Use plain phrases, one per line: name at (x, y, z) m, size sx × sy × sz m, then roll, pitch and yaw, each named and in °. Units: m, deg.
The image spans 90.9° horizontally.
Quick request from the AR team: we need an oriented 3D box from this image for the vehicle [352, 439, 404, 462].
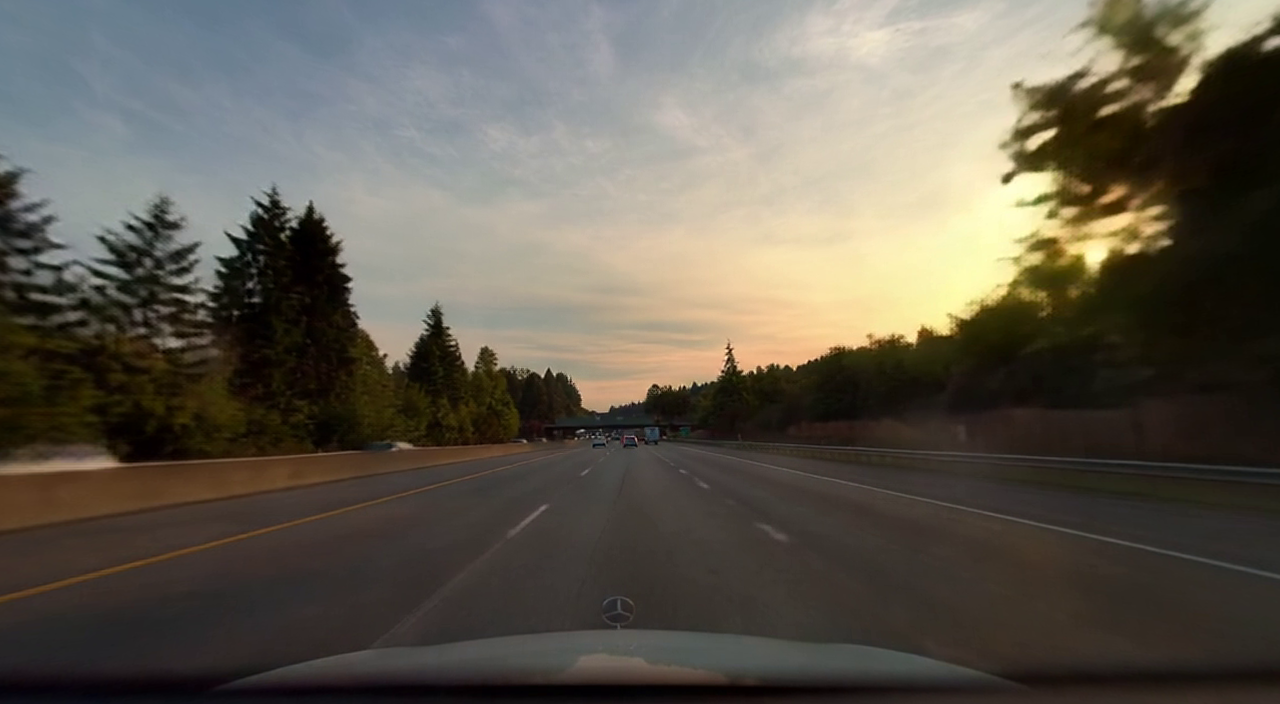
vehicle at (-17.085, 6.443, 41.271) m, size 1.845 × 1.402 × 3.609 m, roll 0°, pitch -8°, yaw -1°
